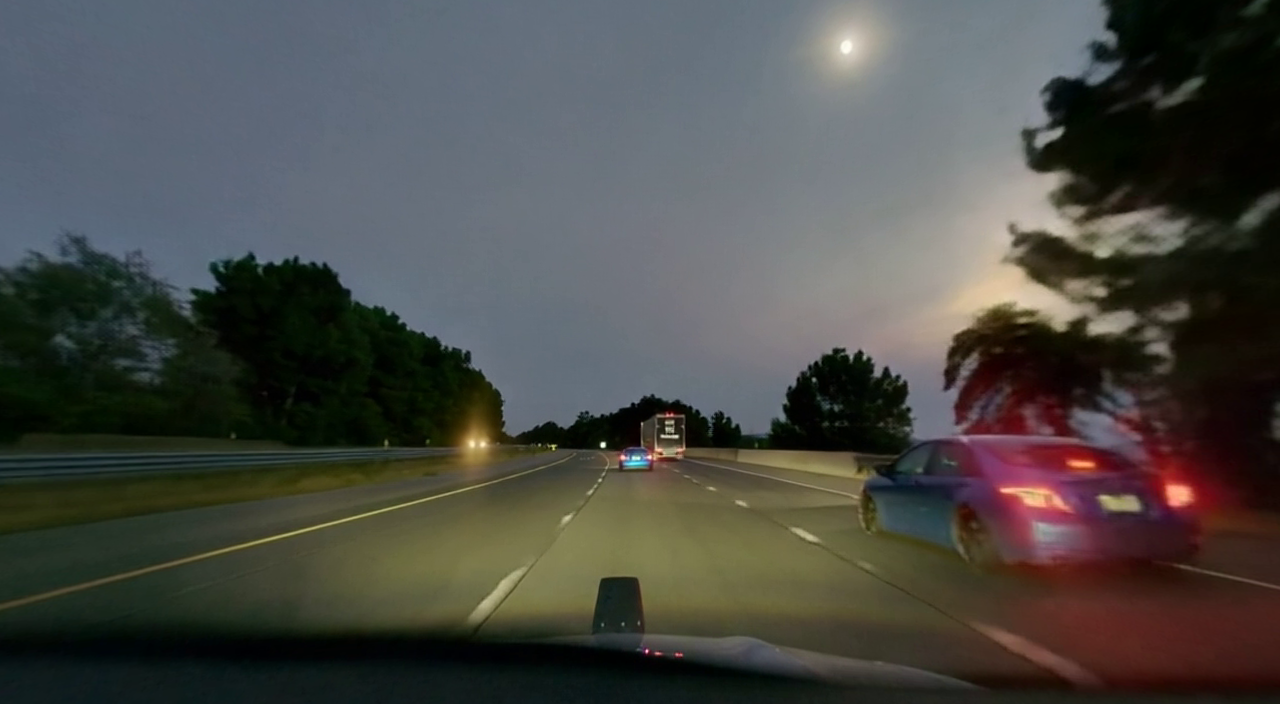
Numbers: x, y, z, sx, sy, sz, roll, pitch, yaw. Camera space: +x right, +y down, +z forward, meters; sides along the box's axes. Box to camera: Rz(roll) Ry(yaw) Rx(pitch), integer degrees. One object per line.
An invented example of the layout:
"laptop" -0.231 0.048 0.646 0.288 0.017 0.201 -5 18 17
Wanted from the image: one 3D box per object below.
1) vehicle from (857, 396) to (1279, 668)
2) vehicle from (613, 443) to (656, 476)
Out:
"vehicle" 3.947 1.417 6.107 1.977 1.599 4.605 0 -9 -1
"vehicle" -0.323 5.114 30.074 1.913 1.460 3.610 0 -9 -2
